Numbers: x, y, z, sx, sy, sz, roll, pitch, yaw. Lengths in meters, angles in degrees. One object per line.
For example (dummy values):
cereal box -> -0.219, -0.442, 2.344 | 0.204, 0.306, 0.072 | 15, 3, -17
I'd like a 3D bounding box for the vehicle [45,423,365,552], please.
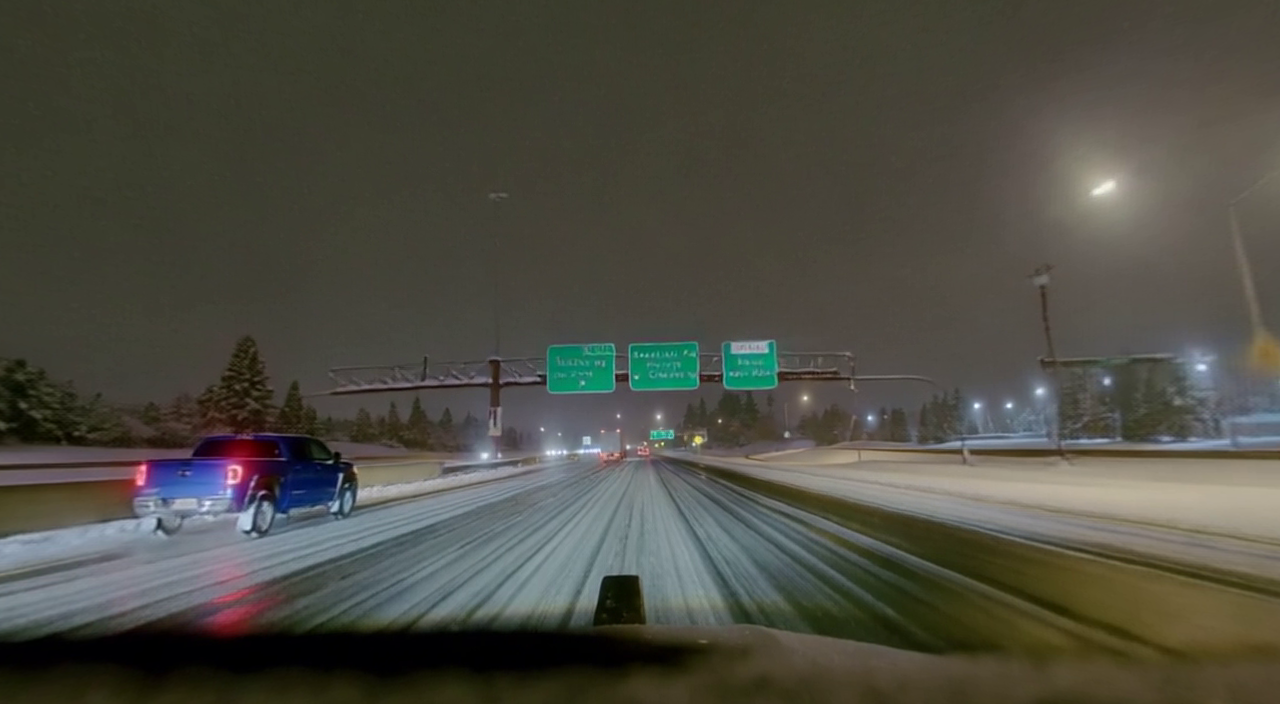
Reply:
vehicle -> -6.976, 2.213, 10.993 | 2.168, 1.729, 4.724 | 0, -9, 0
